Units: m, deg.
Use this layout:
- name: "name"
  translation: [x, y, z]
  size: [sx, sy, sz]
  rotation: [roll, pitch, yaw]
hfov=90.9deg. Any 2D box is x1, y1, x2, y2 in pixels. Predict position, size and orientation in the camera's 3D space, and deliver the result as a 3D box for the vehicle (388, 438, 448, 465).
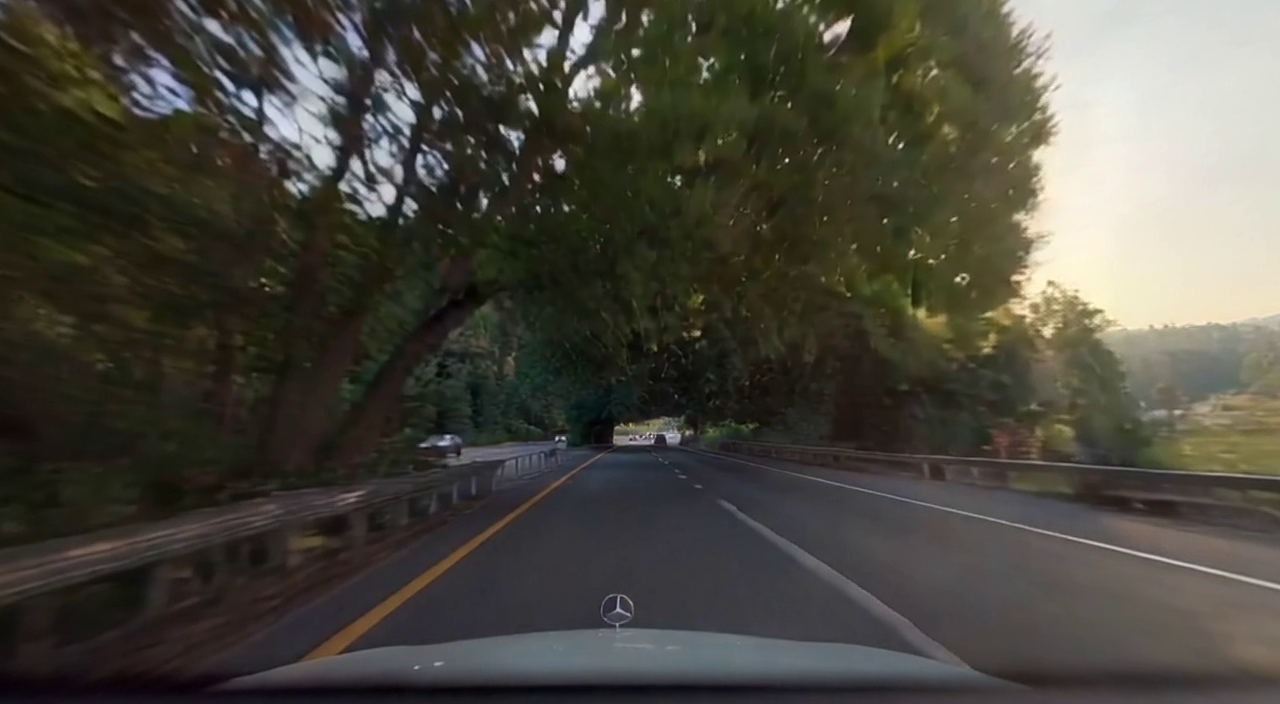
- name: "vehicle"
  translation: [-12.654, 5.664, 36.213]
  size: [1.827, 1.448, 4.398]
  rotation: [0, -7, 0]
